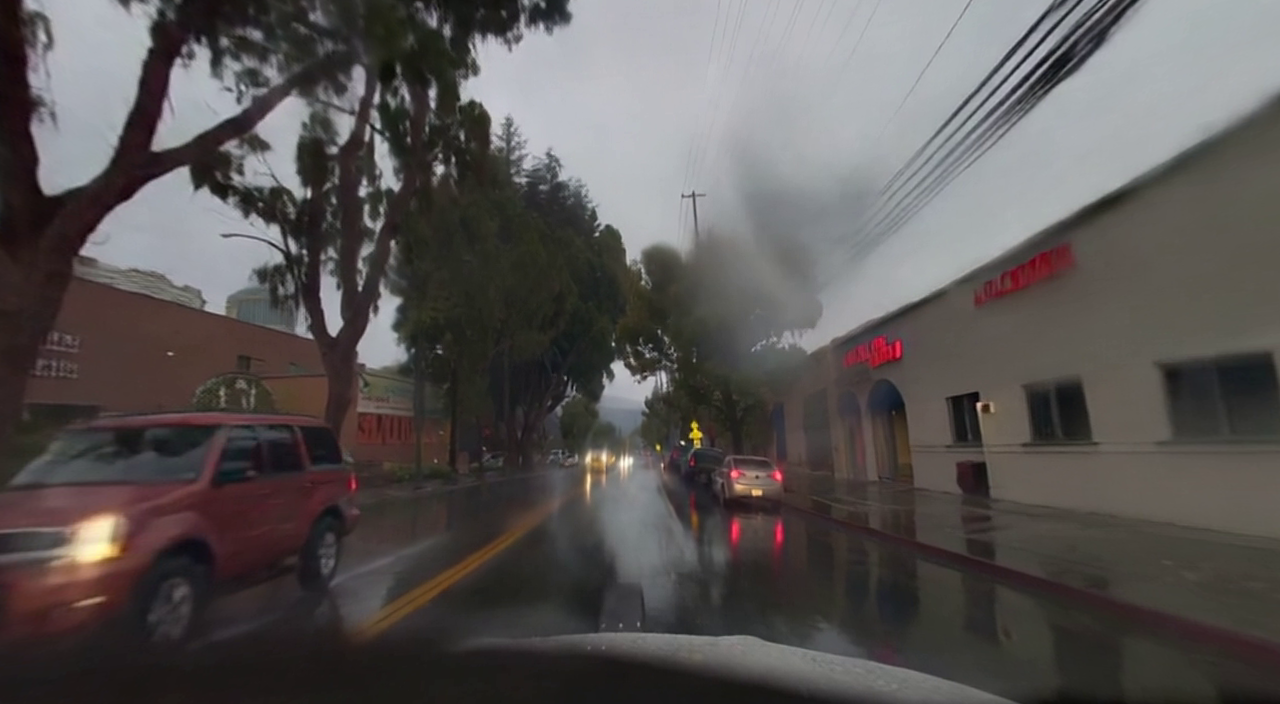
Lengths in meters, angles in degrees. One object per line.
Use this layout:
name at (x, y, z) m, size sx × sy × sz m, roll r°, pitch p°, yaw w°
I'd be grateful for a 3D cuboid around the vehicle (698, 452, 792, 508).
vehicle at (2.909, 3.632, 18.370) m, size 1.877 × 1.373 × 3.854 m, roll 0°, pitch -8°, yaw -3°

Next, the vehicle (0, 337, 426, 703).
vehicle at (-4.048, 1.242, 5.721) m, size 2.495 × 1.966 × 4.846 m, roll 0°, pitch -8°, yaw 0°
